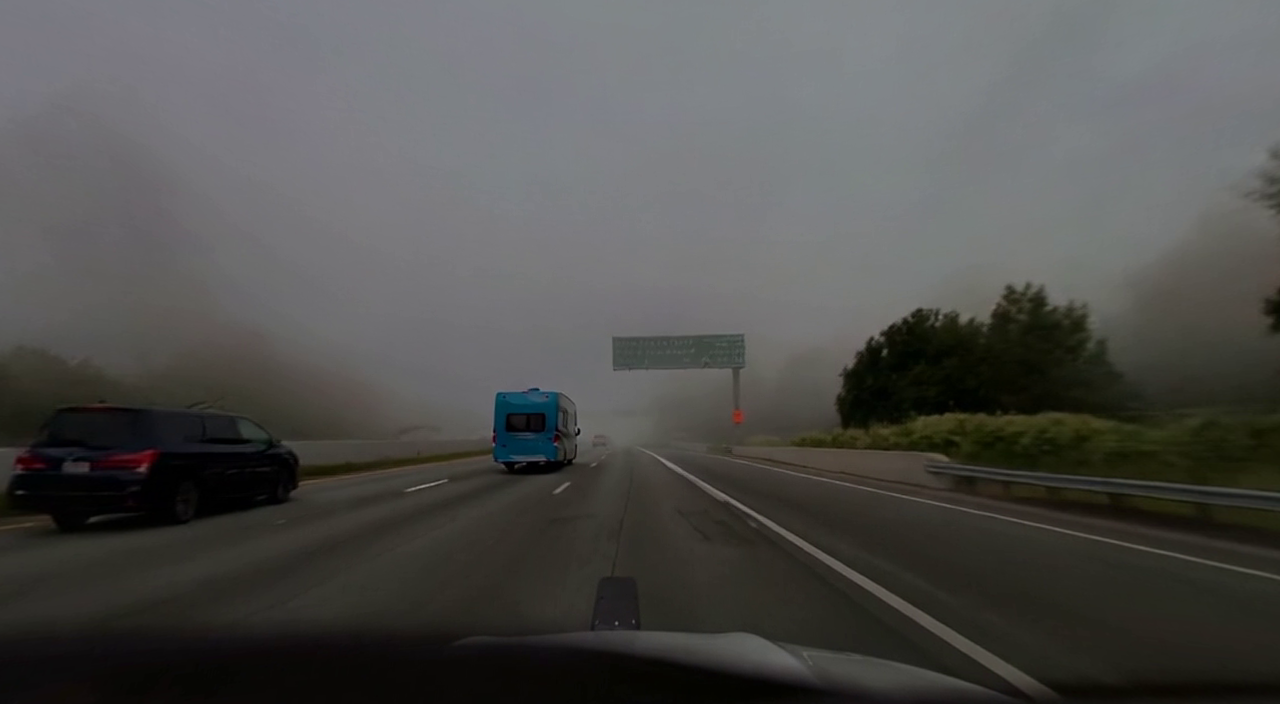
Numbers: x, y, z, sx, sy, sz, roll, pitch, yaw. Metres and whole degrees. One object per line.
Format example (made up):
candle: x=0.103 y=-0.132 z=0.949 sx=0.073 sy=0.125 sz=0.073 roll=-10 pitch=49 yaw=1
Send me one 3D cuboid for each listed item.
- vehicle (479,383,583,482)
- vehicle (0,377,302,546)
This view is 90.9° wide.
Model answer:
vehicle: x=-3.917 y=3.121 z=24.484 sx=2.676 sy=3.269 sz=7.388 roll=0 pitch=-7 yaw=0
vehicle: x=-7.092 y=1.487 z=9.160 sx=2.045 sy=1.873 sz=4.202 roll=0 pitch=-7 yaw=-1
